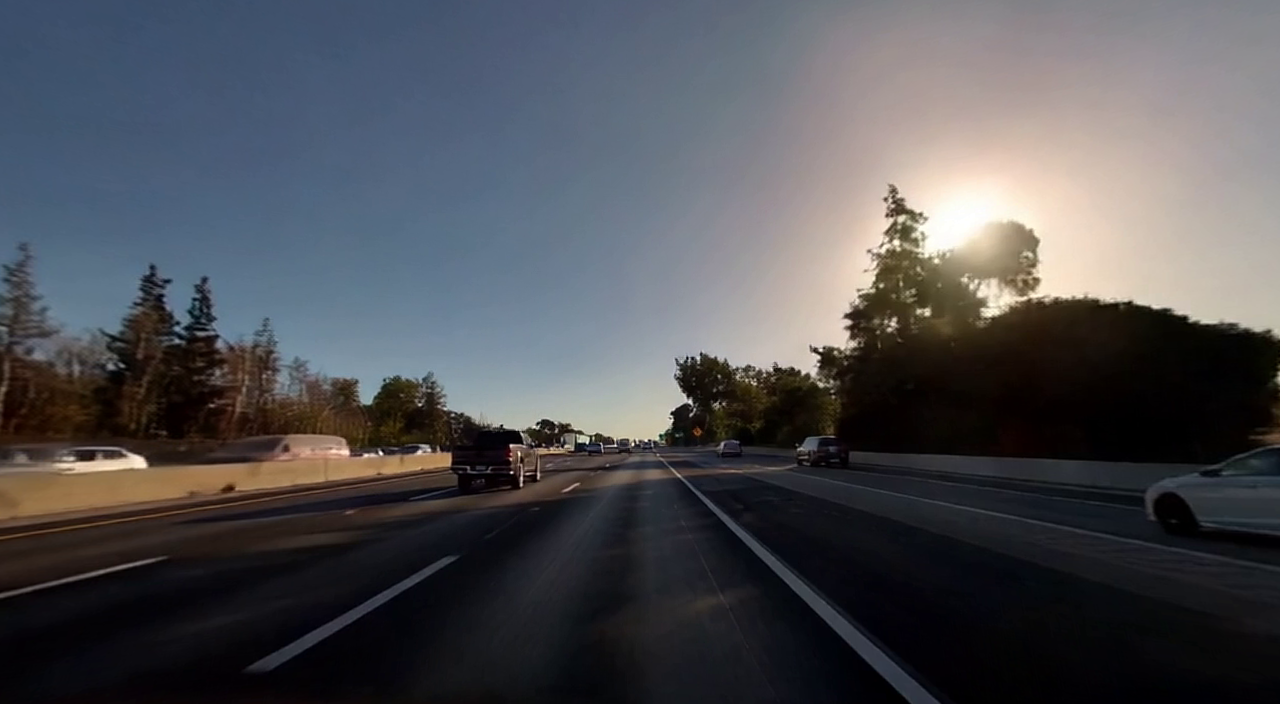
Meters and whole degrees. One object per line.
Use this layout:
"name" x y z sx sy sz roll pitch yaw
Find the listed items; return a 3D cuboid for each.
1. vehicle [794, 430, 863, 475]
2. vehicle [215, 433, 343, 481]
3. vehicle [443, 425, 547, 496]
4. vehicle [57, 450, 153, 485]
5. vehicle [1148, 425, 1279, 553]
"vehicle" 9.534 5.114 32.325 2.061 2.115 4.635 0 -8 0
"vehicle" -17.237 5.046 30.637 2.477 2.066 5.967 0 -8 2
"vehicle" -4.282 3.293 19.558 1.994 1.911 4.819 0 -8 1
"vehicle" -36.291 7.805 43.003 2.116 2.227 5.081 0 -8 -1
"vehicle" 9.235 1.749 8.012 1.971 1.638 4.295 0 -8 1
